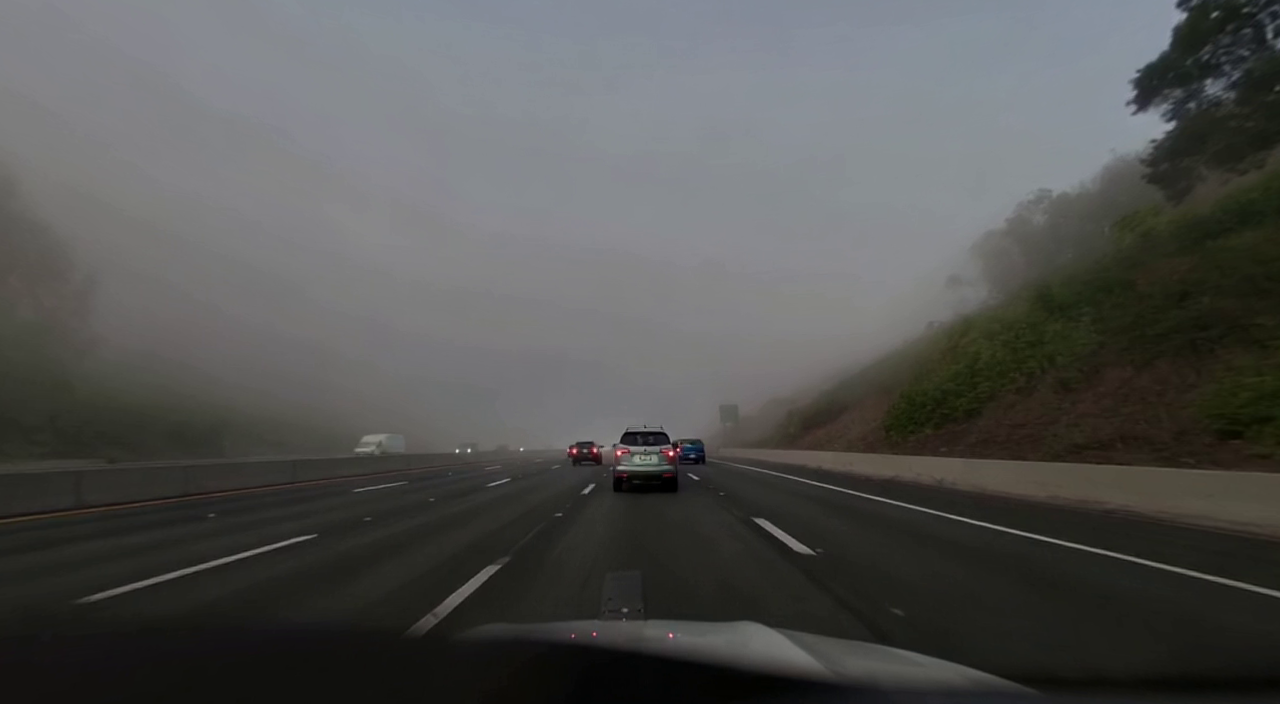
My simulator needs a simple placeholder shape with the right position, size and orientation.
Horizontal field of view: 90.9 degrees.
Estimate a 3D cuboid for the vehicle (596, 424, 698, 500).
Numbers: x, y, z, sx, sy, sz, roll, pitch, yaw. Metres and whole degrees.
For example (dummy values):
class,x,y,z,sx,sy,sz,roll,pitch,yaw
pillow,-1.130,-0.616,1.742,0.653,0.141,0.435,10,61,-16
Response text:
class,x,y,z,sx,sy,sz,roll,pitch,yaw
vehicle,0.166,2.969,17.356,2.447,1.804,4.273,0,-9,0
